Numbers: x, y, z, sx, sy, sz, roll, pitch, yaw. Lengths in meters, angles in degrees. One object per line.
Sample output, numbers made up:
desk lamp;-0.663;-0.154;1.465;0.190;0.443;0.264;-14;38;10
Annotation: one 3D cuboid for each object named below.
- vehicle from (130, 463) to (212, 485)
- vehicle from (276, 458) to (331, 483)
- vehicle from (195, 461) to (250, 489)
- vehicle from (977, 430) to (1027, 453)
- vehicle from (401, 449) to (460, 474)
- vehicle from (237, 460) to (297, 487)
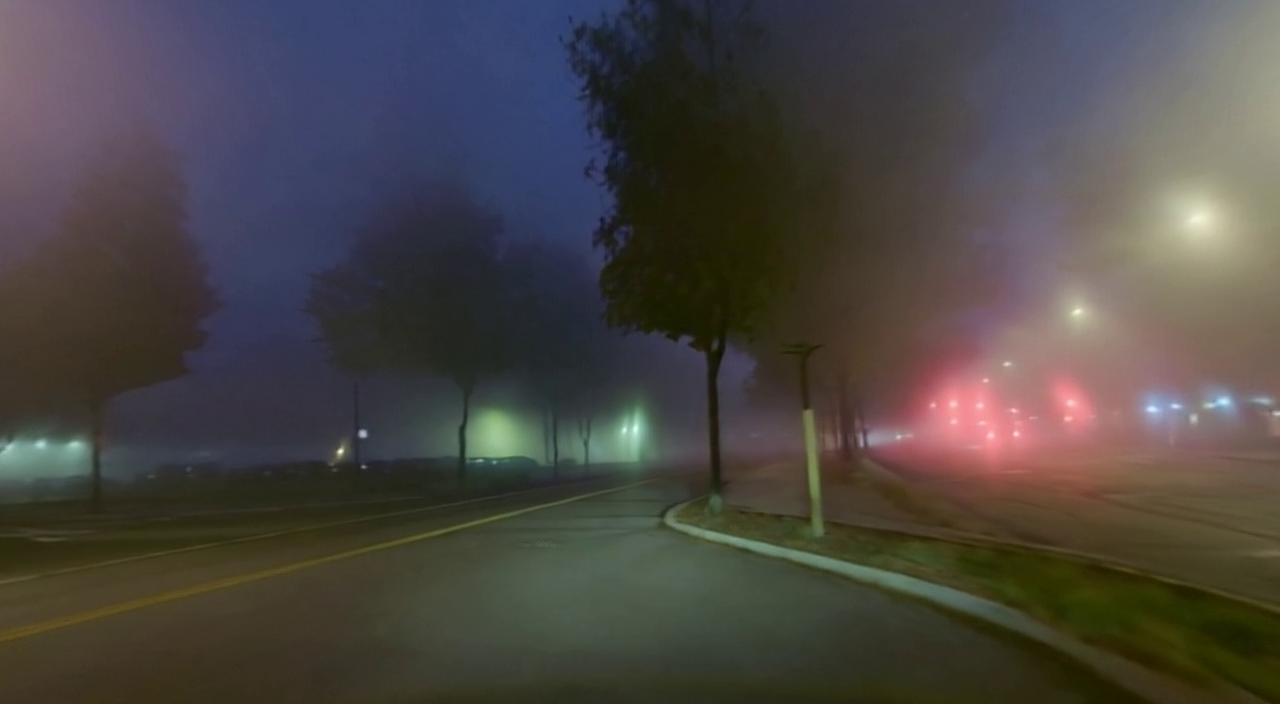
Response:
vehicle;-33.441;8.692;45.141;4.317;1.418;1.734;1;-9;-9
vehicle;-23.631;8.258;44.324;4.416;1.541;2.102;-9;-12;44
vehicle;-25.558;7.460;38.585;2.130;1.458;4.157;7;-11;-40
vehicle;27.116;6.735;47.455;2.100;1.638;4.545;-3;-9;15
vehicle;-16.093;8.325;48.300;2.112;1.719;5.483;8;-12;-43
vehicle;-23.969;7.726;40.468;2.121;1.541;5.124;8;-12;-42
